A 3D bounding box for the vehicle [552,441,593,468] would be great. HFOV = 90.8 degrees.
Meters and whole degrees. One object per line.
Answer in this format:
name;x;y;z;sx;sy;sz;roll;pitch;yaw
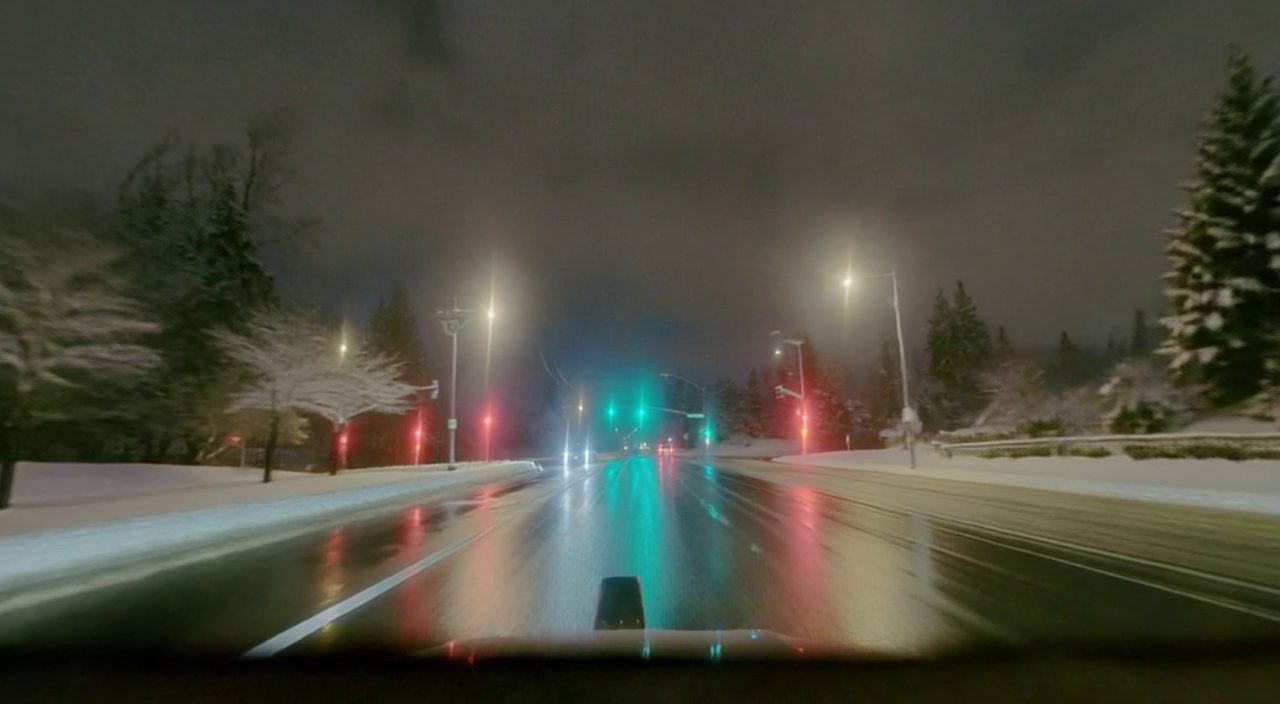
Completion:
vehicle;-4.430;6.807;42.134;2.156;1.722;4.484;-1;-8;0
